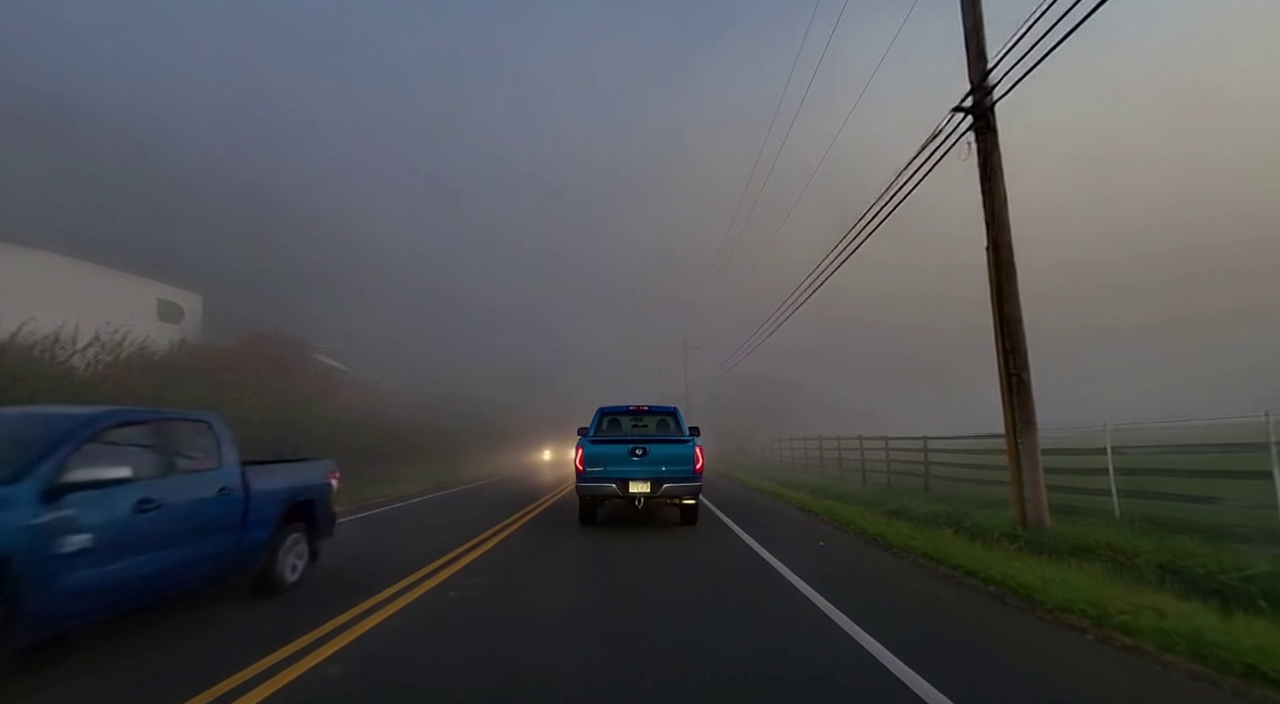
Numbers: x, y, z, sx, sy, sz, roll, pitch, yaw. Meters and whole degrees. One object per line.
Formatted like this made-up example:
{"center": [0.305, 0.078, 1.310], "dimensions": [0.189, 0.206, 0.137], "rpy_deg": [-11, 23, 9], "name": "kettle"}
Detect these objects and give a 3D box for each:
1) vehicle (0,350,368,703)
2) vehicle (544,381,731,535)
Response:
{"center": [-4.132, 1.156, 4.643], "dimensions": [2.193, 1.805, 4.657], "rpy_deg": [0, -8, 0], "name": "vehicle"}
{"center": [-0.081, 1.962, 12.161], "dimensions": [2.693, 2.223, 5.885], "rpy_deg": [0, -8, -1], "name": "vehicle"}
